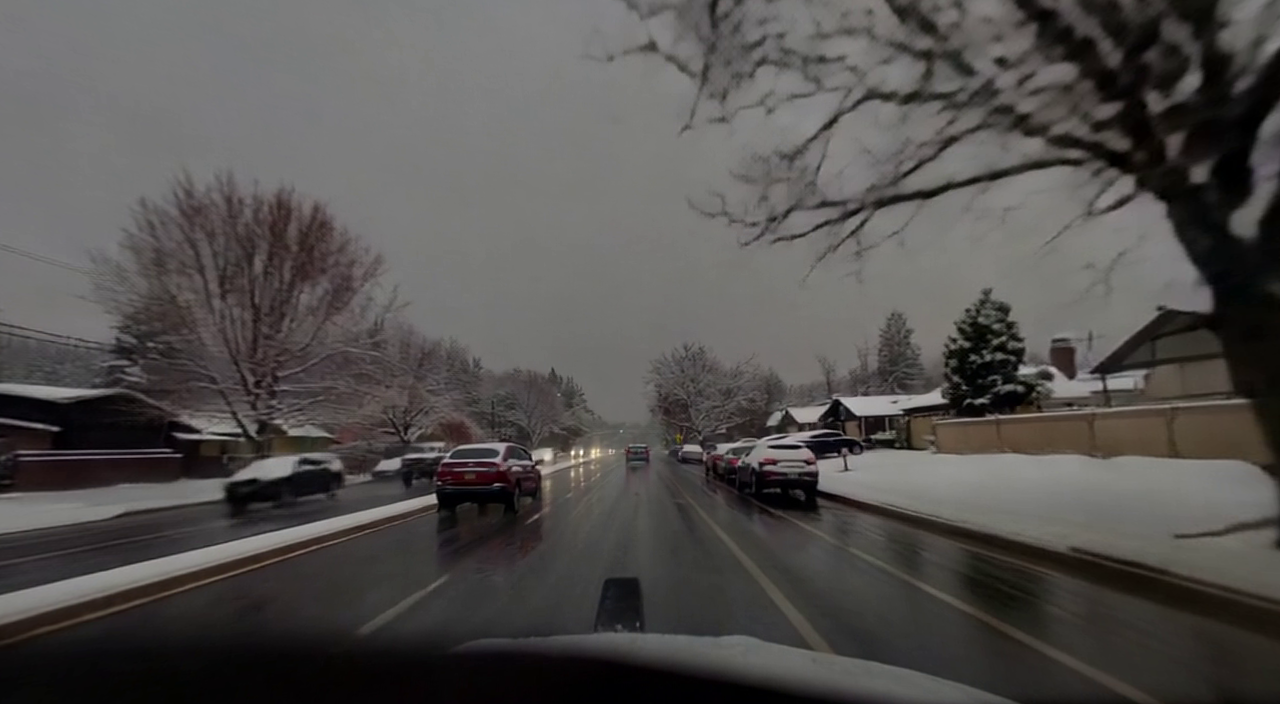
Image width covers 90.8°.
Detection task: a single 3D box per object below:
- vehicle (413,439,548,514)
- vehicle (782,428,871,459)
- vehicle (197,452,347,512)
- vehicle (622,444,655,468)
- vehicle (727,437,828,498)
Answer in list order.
[{"bbox_3d":[-3.524,2.833,14.923,2.027,1.477,4.413,0,-8,0],"label":"vehicle"},{"bbox_3d":[11.553,5.738,39.480,4.923,1.878,1.953,0,-8,2],"label":"vehicle"},{"bbox_3d":[-10.590,3.721,18.618,1.872,1.502,4.185,0,-8,0],"label":"vehicle"},{"bbox_3d":[-0.093,6.912,42.290,2.088,1.495,4.048,0,-8,0],"label":"vehicle"},{"bbox_3d":[4.223,3.625,20.362,2.045,1.702,4.916,0,-8,-1],"label":"vehicle"}]
